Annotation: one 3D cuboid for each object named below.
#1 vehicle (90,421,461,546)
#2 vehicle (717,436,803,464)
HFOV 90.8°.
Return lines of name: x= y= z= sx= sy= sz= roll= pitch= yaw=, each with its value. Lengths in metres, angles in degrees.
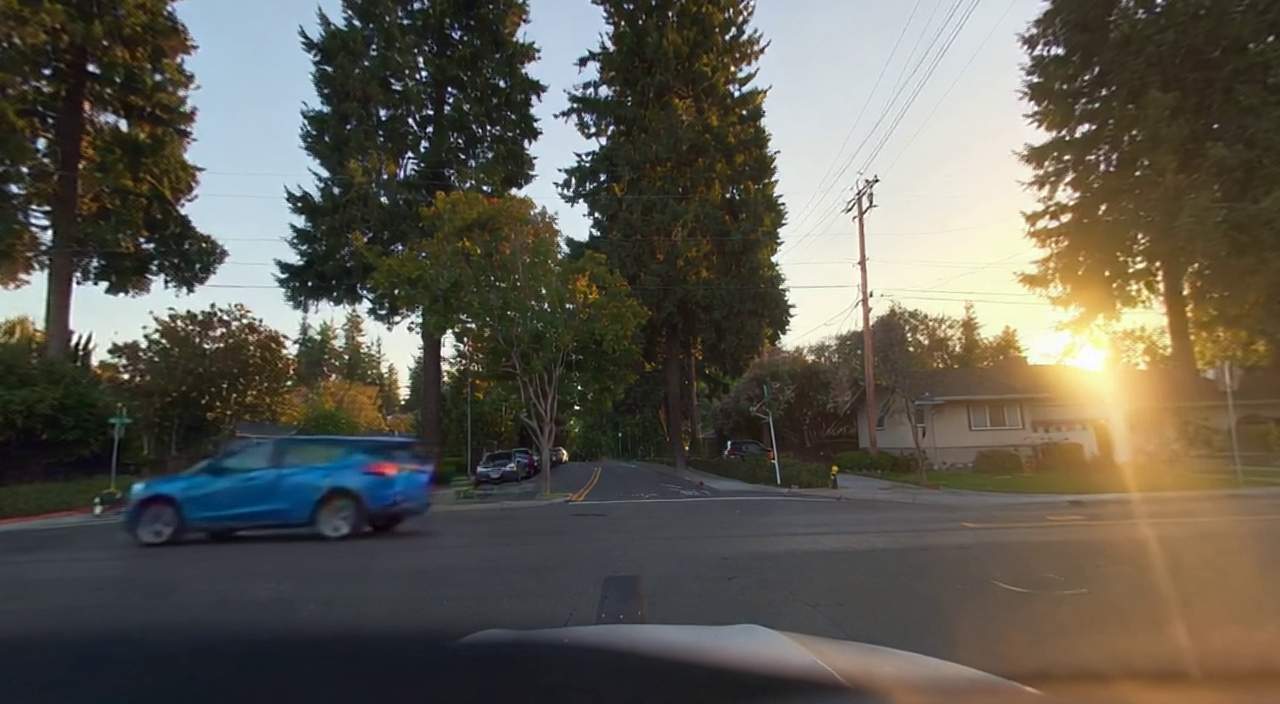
vehicle: x=-5.741 y=2.122 z=10.607 sx=4.809 sy=1.834 sz=2.181 roll=0 pitch=-8 yaw=-2
vehicle: x=7.344 y=5.997 z=38.865 sx=4.784 sy=1.647 sz=1.947 roll=1 pitch=-8 yaw=-5
